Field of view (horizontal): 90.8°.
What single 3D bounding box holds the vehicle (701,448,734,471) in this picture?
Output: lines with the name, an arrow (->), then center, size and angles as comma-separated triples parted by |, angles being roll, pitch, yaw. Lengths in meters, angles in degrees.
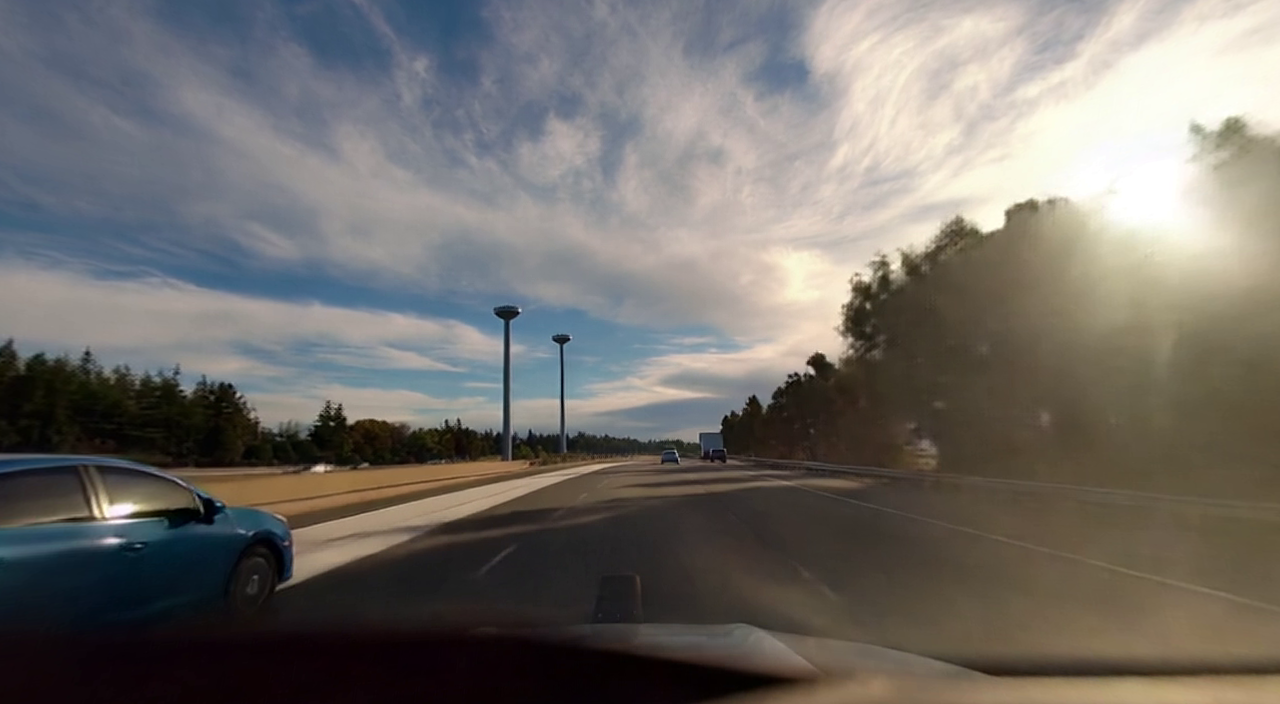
vehicle -> 5.487, 7.647, 44.994 | 2.030, 1.526, 4.165 | 0, -9, 3
